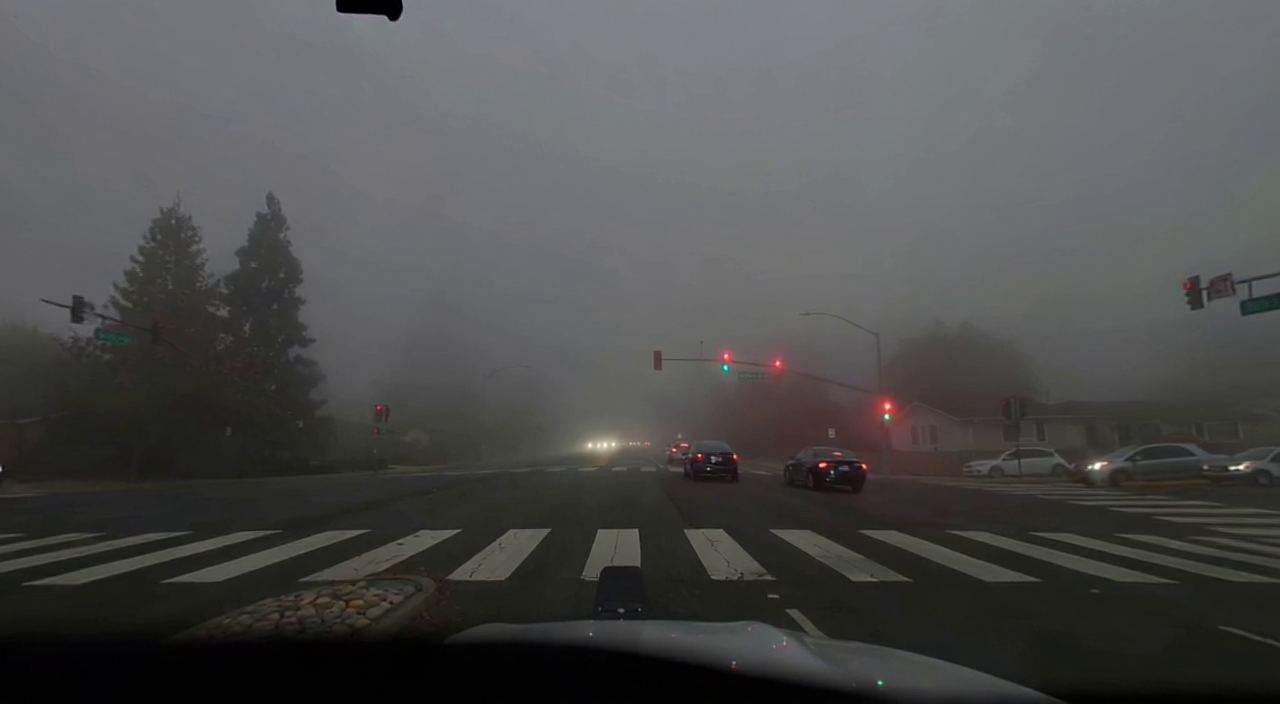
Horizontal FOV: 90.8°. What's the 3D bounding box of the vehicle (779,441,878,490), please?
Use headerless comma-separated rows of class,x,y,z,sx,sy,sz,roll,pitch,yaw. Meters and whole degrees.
vehicle,6.269,3.807,21.579,1.908,1.450,4.564,0,-9,-1

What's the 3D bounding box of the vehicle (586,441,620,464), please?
vehicle,-2.423,6.711,42.285,2.045,1.484,3.991,0,-9,0

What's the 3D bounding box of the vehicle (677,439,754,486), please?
vehicle,2.536,3.851,22.404,2.079,1.473,4.748,0,-9,-1

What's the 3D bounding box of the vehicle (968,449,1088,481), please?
vehicle,19.714,5.750,32.243,4.874,1.544,1.779,0,-9,1

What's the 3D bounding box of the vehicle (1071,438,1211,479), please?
vehicle,23.479,4.987,29.758,4.807,1.835,2.033,0,-9,-1

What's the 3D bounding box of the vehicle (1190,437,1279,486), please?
vehicle,23.613,4.039,23.479,4.417,1.725,1.969,0,-9,-1
